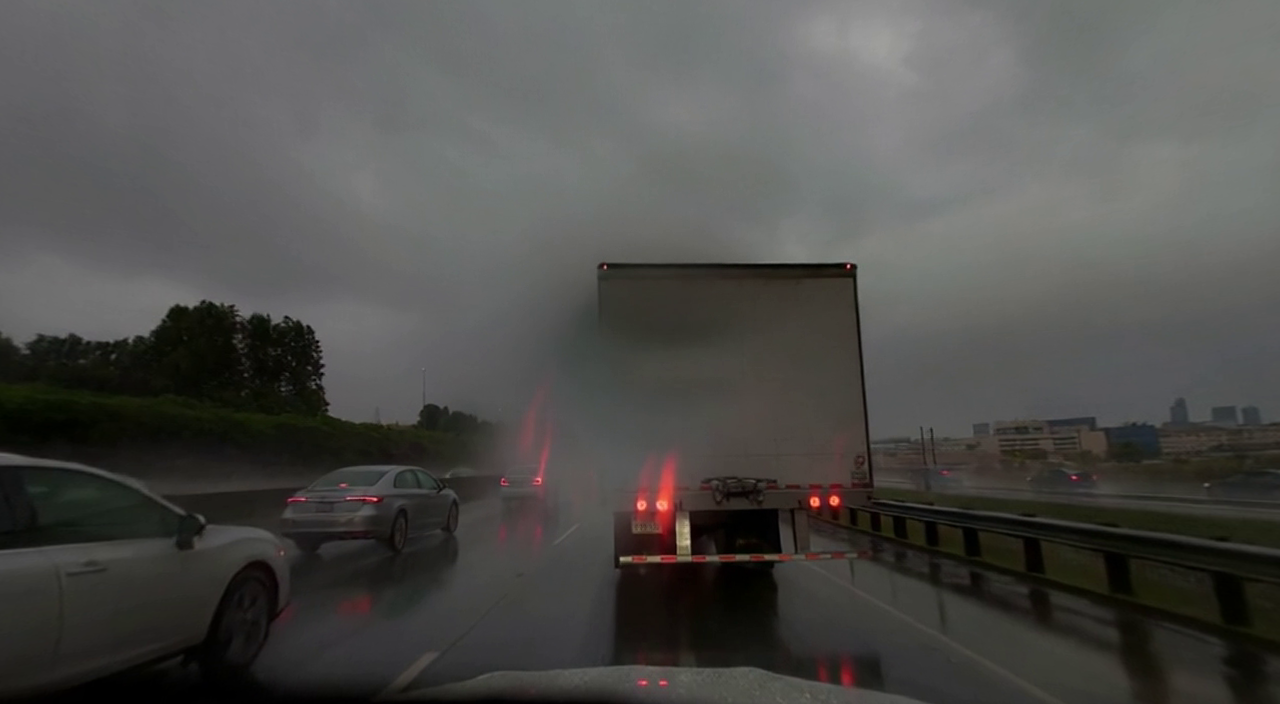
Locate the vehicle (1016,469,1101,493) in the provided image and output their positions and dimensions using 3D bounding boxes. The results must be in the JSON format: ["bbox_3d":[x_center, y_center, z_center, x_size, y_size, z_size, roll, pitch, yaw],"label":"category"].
[{"bbox_3d":[27.893,8.584,42.158,4.299,1.465,1.807,-3,-11,19],"label":"vehicle"}]

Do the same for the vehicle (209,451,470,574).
[{"bbox_3d":[-4.303,2.389,10.020,1.946,1.469,4.431,1,-11,0],"label":"vehicle"}]

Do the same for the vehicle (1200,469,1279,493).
[{"bbox_3d":[38.864,8.278,40.458,3.974,1.485,1.709,0,-11,3],"label":"vehicle"}]

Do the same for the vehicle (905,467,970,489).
[{"bbox_3d":[22.030,9.297,46.658,4.107,1.485,1.796,-6,-13,32],"label":"vehicle"}]

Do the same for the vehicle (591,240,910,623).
[{"bbox_3d":[0.904,1.447,10.159,2.831,3.529,8.689,1,-11,-1],"label":"vehicle"}]

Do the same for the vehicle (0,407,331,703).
[{"bbox_3d":[-3.482,0.995,2.575,1.983,1.509,4.679,0,-11,1],"label":"vehicle"}]

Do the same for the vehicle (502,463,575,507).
[{"bbox_3d":[-3.724,5.001,23.967,1.964,1.482,4.371,0,-11,1],"label":"vehicle"}]
